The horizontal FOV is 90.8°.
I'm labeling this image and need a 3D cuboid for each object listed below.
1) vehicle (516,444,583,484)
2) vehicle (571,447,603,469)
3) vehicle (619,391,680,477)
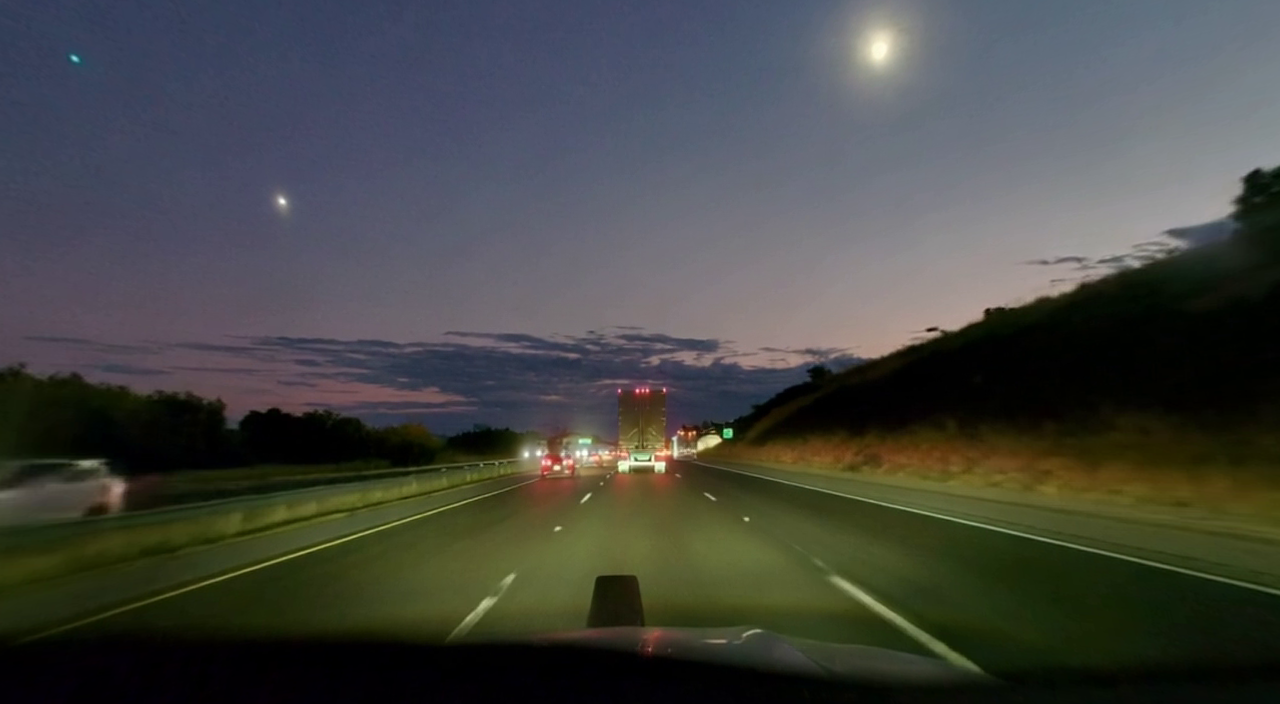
[{"bbox_3d":[-3.663,4.631,26.370,2.053,1.489,4.740,0,-9,0],"label":"vehicle"},{"bbox_3d":[-3.770,7.638,45.614,2.051,1.537,4.111,0,-9,-1],"label":"vehicle"},{"bbox_3d":[0.374,4.748,35.686,2.919,4.048,11.010,0,-9,-1],"label":"vehicle"}]
